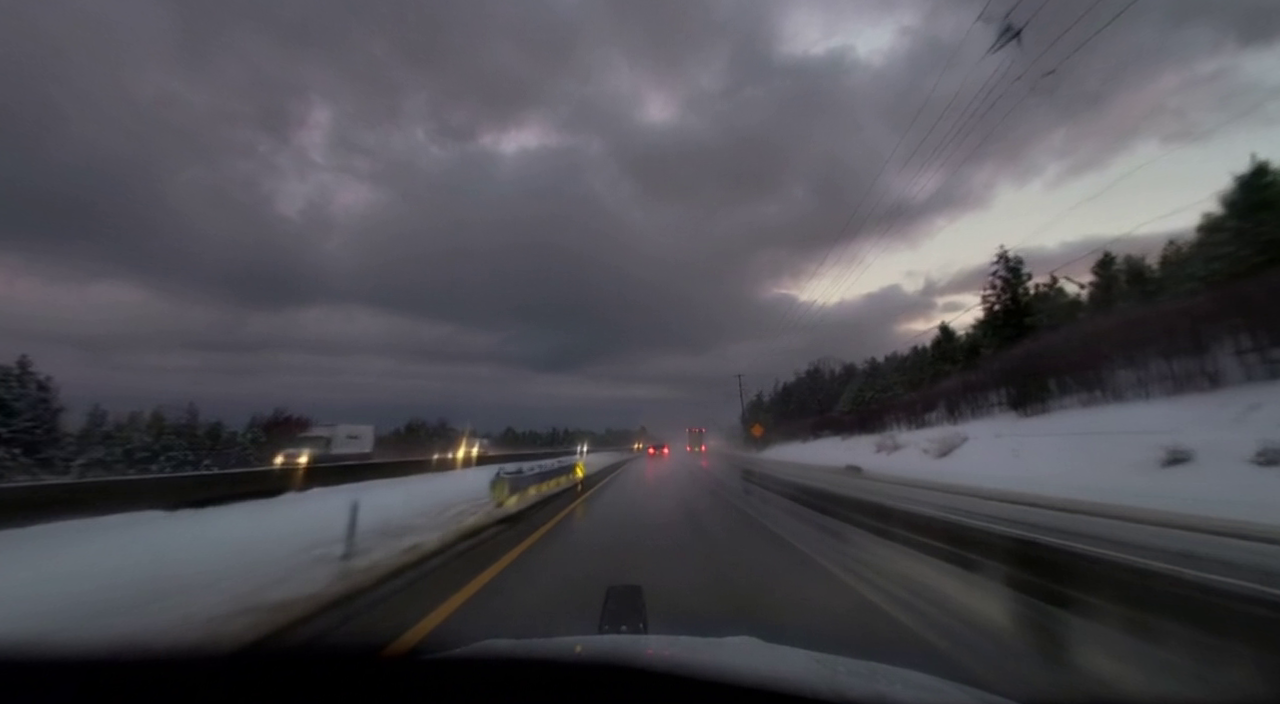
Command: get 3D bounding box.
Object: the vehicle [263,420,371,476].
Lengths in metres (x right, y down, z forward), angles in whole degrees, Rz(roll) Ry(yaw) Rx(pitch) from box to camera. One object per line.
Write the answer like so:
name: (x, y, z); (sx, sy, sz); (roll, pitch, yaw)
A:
vehicle: (-19.926, 5.993, 39.425); (3.334, 3.169, 5.984); (-1, -9, 2)
